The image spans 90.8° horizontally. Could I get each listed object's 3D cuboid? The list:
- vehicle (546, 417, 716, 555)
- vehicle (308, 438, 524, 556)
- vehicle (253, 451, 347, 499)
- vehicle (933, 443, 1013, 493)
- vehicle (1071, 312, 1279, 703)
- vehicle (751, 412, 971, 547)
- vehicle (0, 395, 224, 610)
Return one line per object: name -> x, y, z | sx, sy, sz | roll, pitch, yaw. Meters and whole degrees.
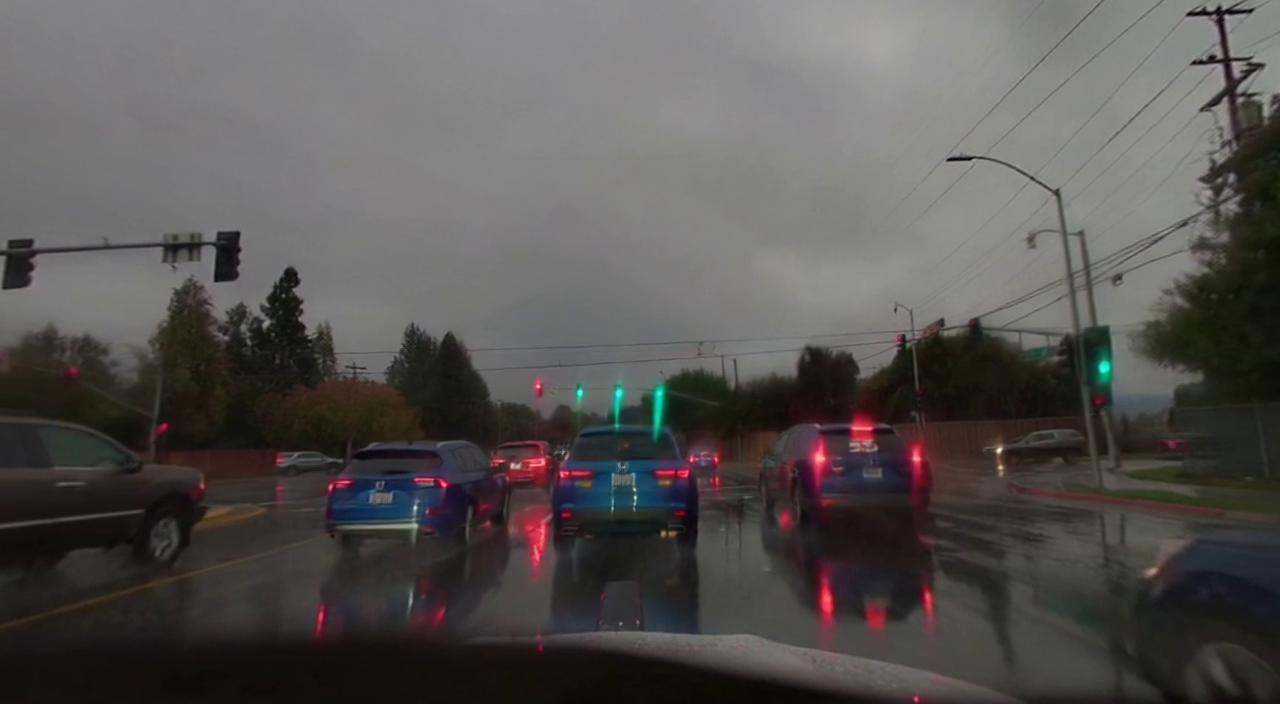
vehicle -> -0.103, 1.986, 9.998 | 2.111, 1.712, 4.078 | 0, -9, 0
vehicle -> -3.253, 2.181, 10.294 | 1.881, 1.466, 4.484 | 0, -9, 0
vehicle -> -11.833, 4.251, 22.343 | 1.974, 1.491, 4.450 | 3, -9, -16
vehicle -> 11.197, 3.790, 21.080 | 1.913, 1.457, 4.298 | -5, -10, 32
vehicle -> 2.752, 0.498, 0.211 | 2.034, 1.655, 4.465 | 0, -9, 0
vehicle -> 3.364, 2.058, 10.804 | 1.999, 1.789, 4.583 | 0, -9, -1
vehicle -> -6.515, 1.356, 5.865 | 2.116, 1.812, 4.609 | 0, -9, 0
